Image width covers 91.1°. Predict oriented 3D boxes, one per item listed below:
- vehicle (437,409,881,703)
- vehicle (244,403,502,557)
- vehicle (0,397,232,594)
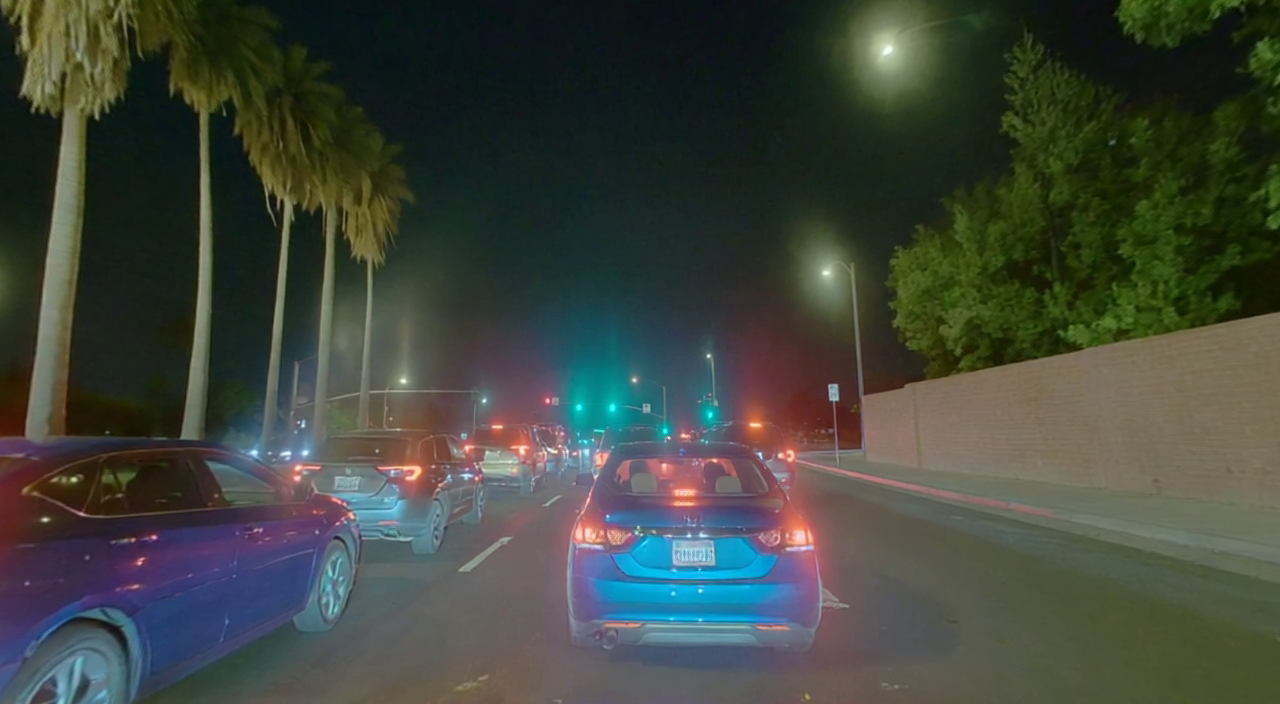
[{"bbox_3d":[0.043,1.335,5.219,2.128,1.473,4.272,0,-8,-1],"label":"vehicle"},{"bbox_3d":[-3.513,1.772,9.306,2.055,1.746,4.136,0,-8,-1],"label":"vehicle"},{"bbox_3d":[-6.671,1.398,6.411,1.963,1.721,4.662,0,-8,-2],"label":"vehicle"}]
